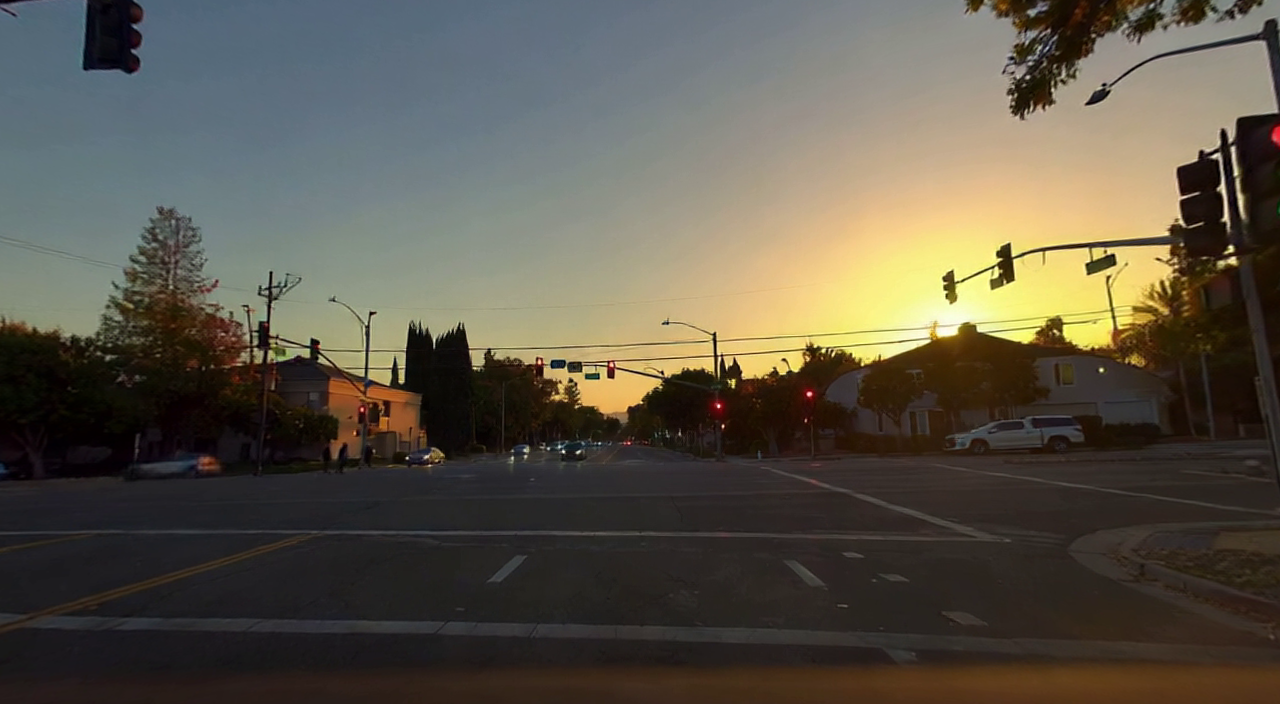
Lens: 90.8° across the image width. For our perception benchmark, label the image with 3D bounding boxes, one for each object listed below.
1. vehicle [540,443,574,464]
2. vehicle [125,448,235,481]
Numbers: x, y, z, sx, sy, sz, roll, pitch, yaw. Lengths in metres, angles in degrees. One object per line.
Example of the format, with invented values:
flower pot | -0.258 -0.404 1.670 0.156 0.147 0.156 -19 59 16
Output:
vehicle | -6.129 7.527 47.042 1.936 1.444 4.168 0 -8 0
vehicle | -25.716 6.275 35.399 4.706 1.710 1.932 -1 -8 4
